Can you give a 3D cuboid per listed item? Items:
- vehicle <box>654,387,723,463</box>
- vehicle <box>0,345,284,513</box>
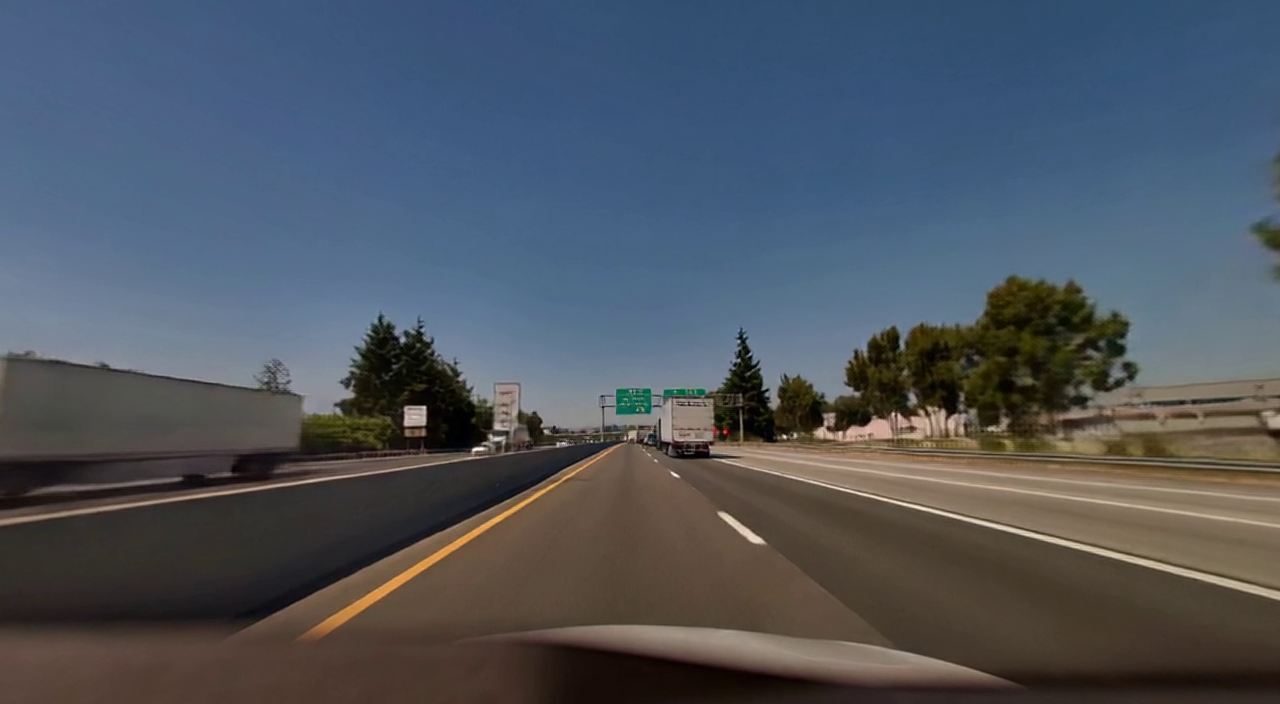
[{"bbox_3d":[2.693,4.785,40.087,2.954,3.995,13.335,0,-8,-2],"label":"vehicle"},{"bbox_3d":[-17.466,2.659,21.082,3.090,4.123,13.984,0,-8,-1],"label":"vehicle"}]
